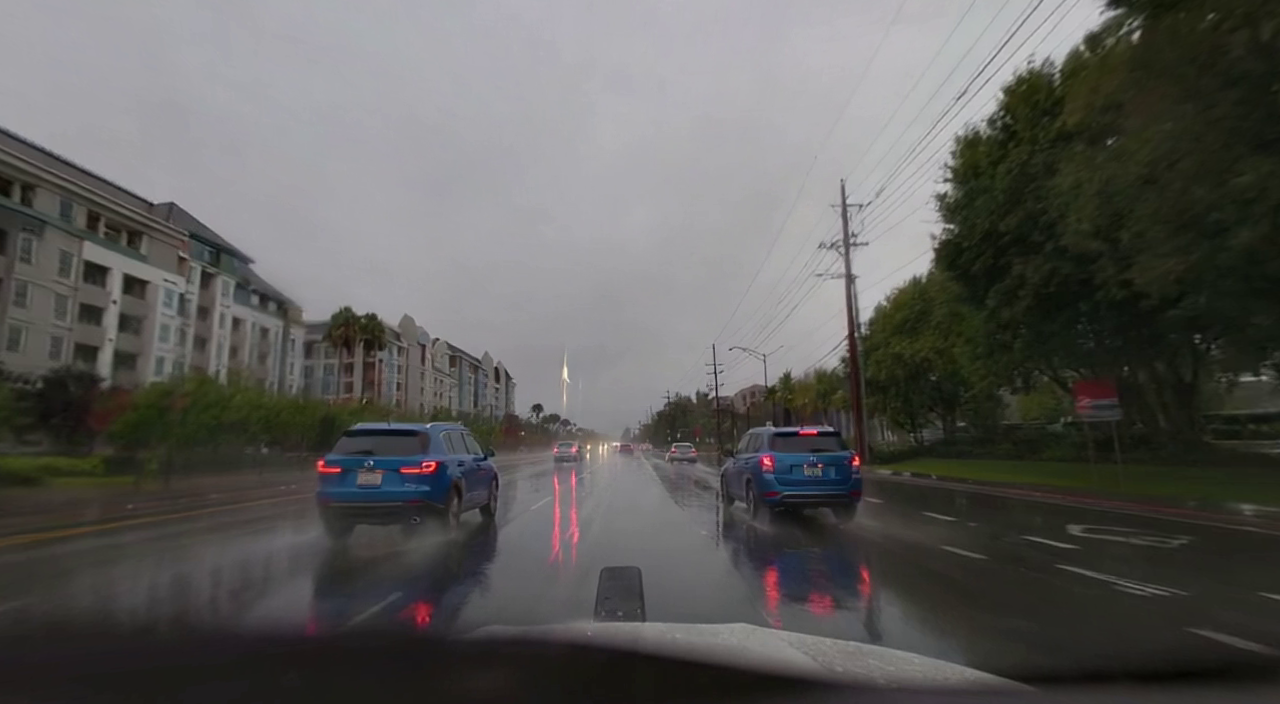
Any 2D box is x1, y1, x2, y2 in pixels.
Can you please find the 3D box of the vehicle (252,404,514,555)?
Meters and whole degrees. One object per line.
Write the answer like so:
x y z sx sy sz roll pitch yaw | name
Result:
-3.603 1.911 10.108 2.169 1.796 4.821 0 -9 0 | vehicle

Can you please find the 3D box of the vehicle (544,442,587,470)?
-4.245 6.016 36.601 2.040 1.482 4.121 0 -9 0 | vehicle

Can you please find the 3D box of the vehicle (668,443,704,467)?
2.971 6.809 41.804 1.981 1.472 3.923 0 -9 -2 | vehicle

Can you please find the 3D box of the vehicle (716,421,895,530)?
2.894 2.279 12.165 2.198 1.706 4.166 0 -9 -1 | vehicle
